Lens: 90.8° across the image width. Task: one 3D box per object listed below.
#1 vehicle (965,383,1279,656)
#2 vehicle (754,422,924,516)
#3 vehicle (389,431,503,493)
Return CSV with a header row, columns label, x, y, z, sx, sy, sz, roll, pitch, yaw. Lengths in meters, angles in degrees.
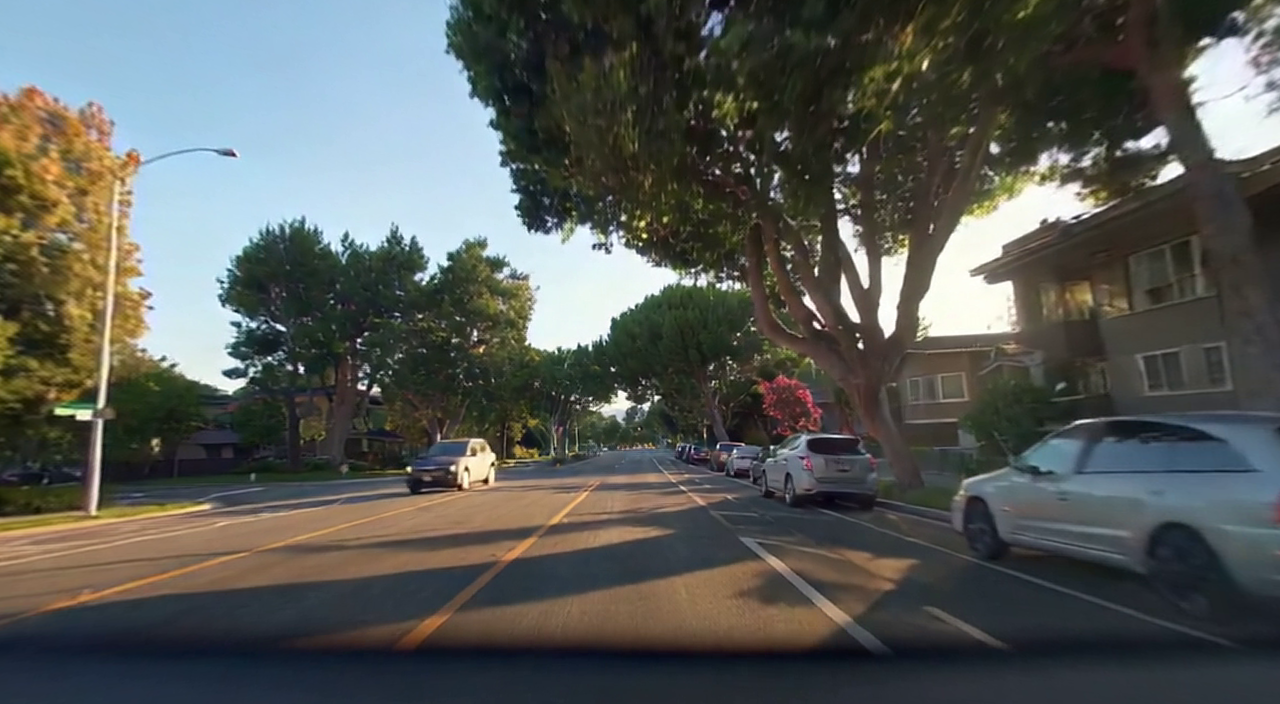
label,x,y,z,sx,sy,sz,roll,pitch,yaw
vehicle,5.143,1.295,5.487,2.039,1.752,4.686,0,-9,-1
vehicle,4.130,2.511,14.047,2.272,1.744,4.324,0,-9,-1
vehicle,-6.687,3.877,22.681,2.105,1.919,6.049,0,-8,0
